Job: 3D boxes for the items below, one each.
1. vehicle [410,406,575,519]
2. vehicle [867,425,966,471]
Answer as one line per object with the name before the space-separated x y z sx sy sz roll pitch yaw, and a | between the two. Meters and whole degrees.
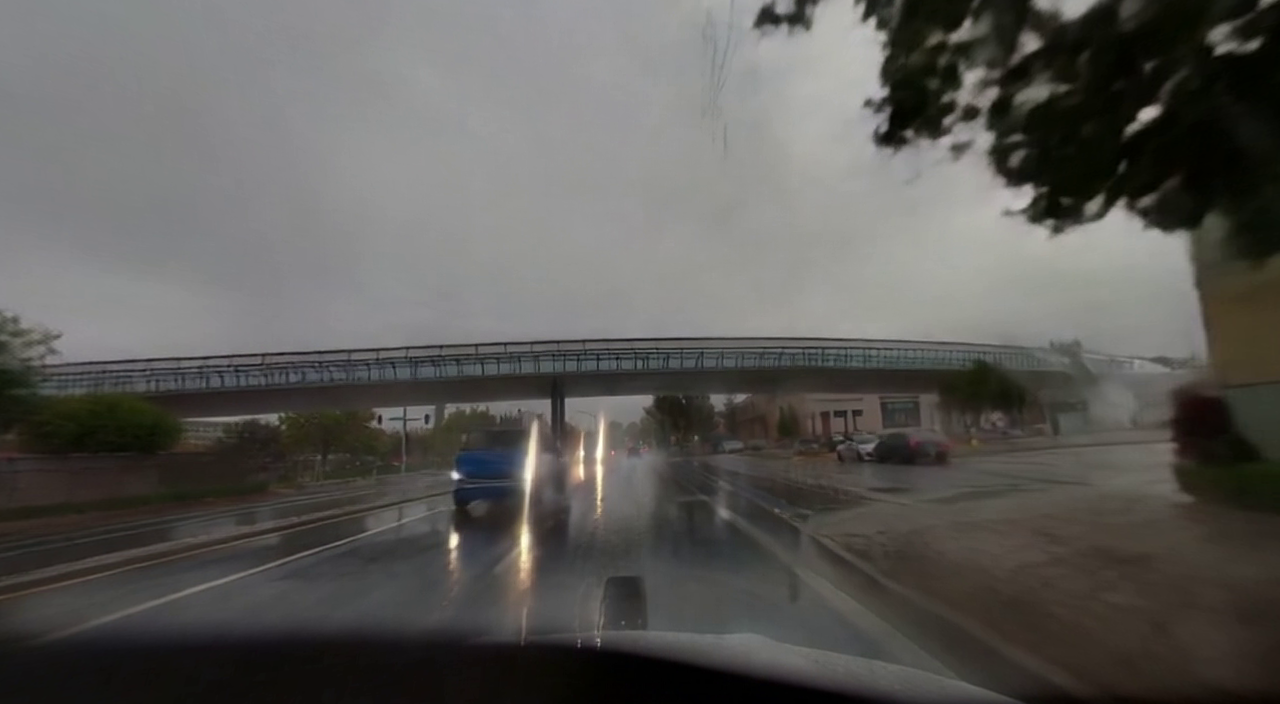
vehicle | -3.721 2.991 17.586 2.967 2.369 6.635 -3 -8 0
vehicle | 11.606 4.069 26.766 2.051 1.534 4.466 -8 -8 -1
